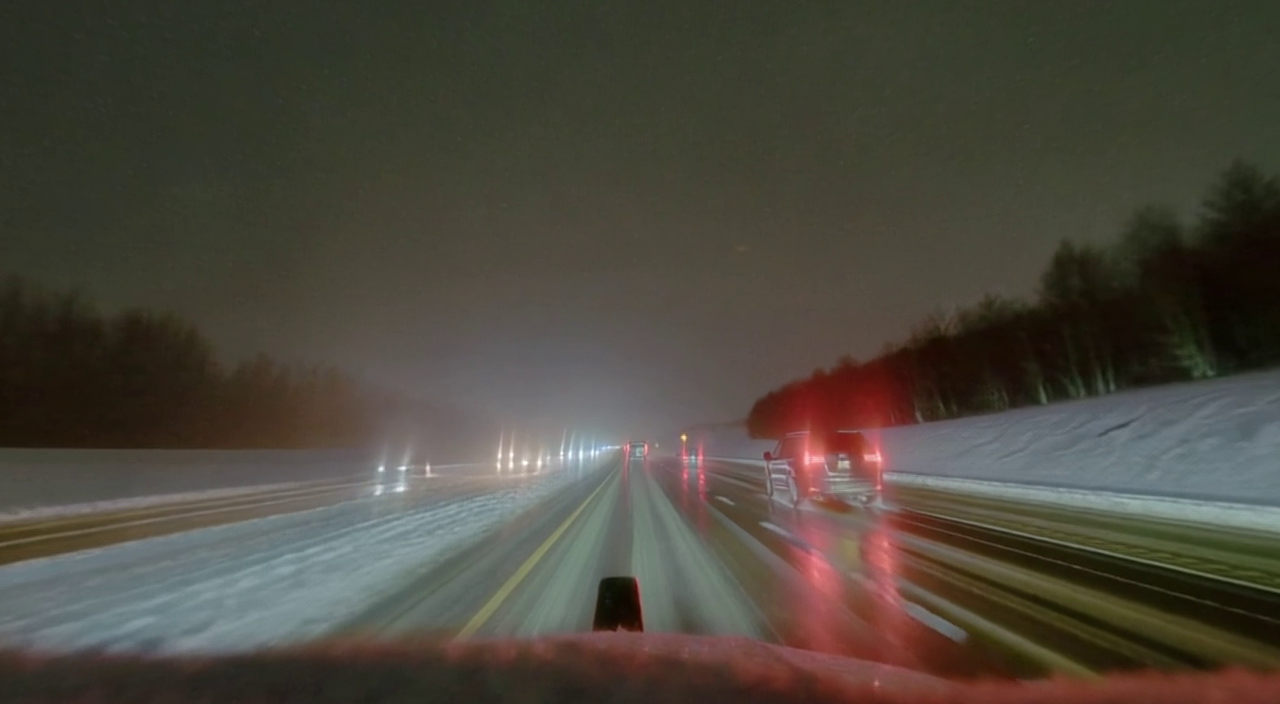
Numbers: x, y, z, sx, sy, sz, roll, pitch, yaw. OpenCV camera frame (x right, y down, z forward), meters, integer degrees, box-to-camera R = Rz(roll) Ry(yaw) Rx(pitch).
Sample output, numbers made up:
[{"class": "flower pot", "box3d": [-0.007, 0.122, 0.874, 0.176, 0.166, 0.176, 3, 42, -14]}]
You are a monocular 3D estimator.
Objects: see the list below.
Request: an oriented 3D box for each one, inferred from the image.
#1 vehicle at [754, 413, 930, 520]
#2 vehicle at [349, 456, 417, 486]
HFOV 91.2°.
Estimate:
[{"class": "vehicle", "box3d": [4.163, 2.502, 14.093, 2.177, 1.914, 5.245, 0, -9, 0]}, {"class": "vehicle", "box3d": [-14.005, 6.503, 34.450, 1.890, 1.465, 4.346, 0, -9, 0]}]
